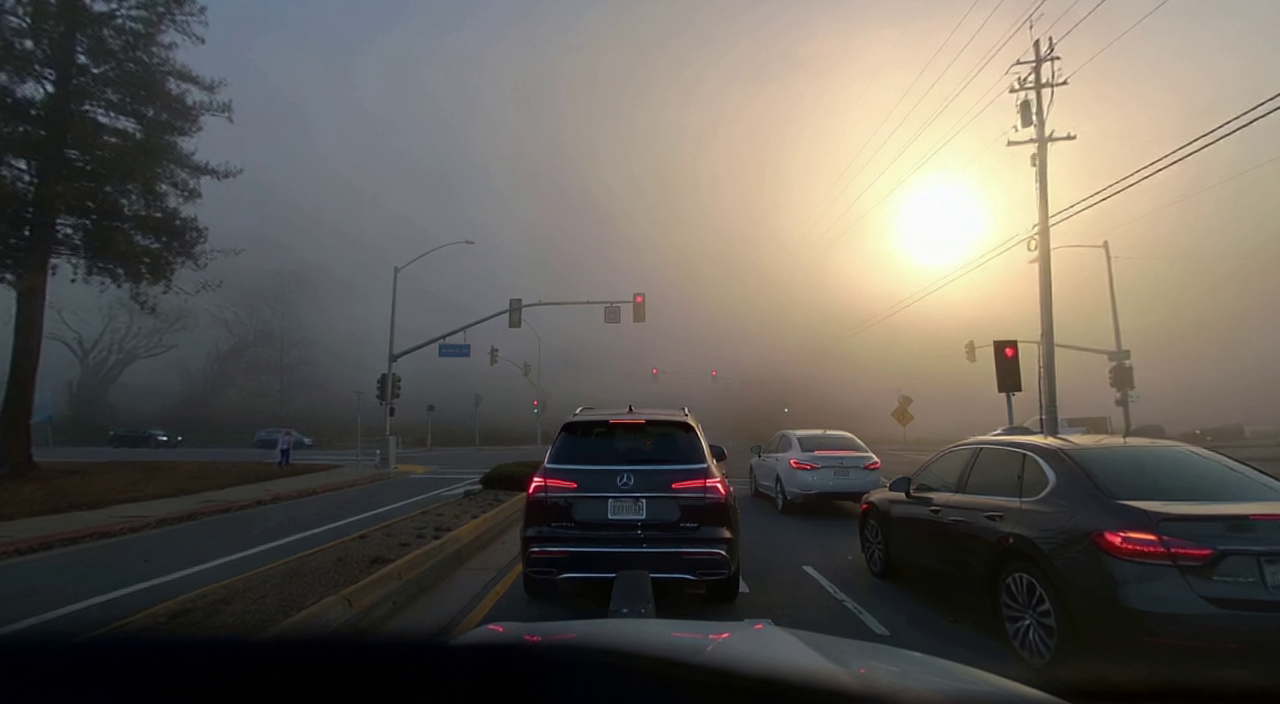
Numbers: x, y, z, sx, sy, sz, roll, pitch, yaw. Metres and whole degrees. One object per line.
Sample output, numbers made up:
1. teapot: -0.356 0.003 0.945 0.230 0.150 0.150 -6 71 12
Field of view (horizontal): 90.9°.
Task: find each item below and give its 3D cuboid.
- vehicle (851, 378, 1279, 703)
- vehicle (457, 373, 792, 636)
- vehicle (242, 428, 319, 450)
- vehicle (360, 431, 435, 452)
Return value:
1. vehicle: 3.554 1.298 5.554 1.948 1.677 4.437 0 -8 2
2. vehicle: -0.142 1.357 6.597 2.271 1.786 4.443 0 -8 -1
3. vehicle: -26.852 6.524 47.203 4.587 1.639 1.878 0 -8 0
4. vehicle: -17.768 6.554 46.354 4.607 1.478 1.995 0 -8 0
